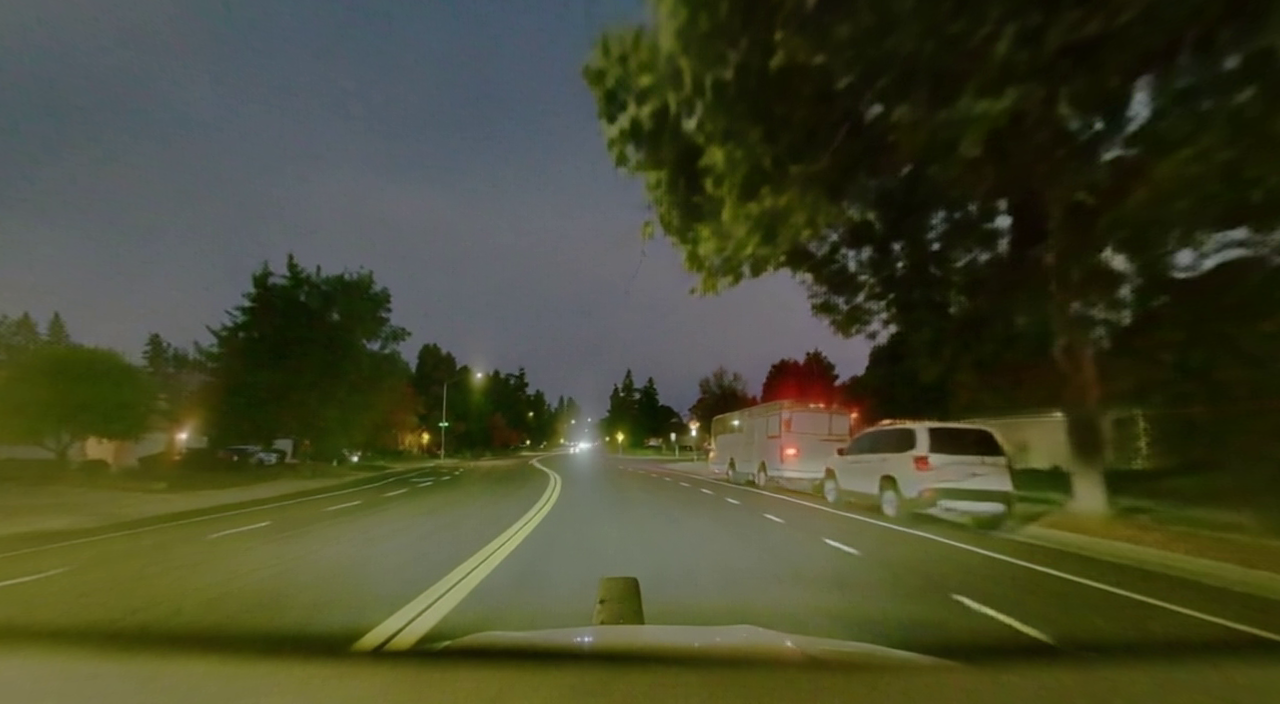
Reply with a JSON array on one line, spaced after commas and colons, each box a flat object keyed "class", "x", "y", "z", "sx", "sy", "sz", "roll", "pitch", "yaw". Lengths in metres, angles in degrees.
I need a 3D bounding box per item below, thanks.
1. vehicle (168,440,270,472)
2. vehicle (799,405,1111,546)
[{"class": "vehicle", "x": -27.069, "y": 6.683, "z": 40.772, "sx": 4.975, "sy": 1.847, "sz": 2.096, "roll": 1, "pitch": -8, "yaw": -14}, {"class": "vehicle", "x": 5.584, "y": 2.346, "z": 12.899, "sx": 2.670, "sy": 2.085, "sz": 6.775, "roll": 0, "pitch": -8, "yaw": -2}]
